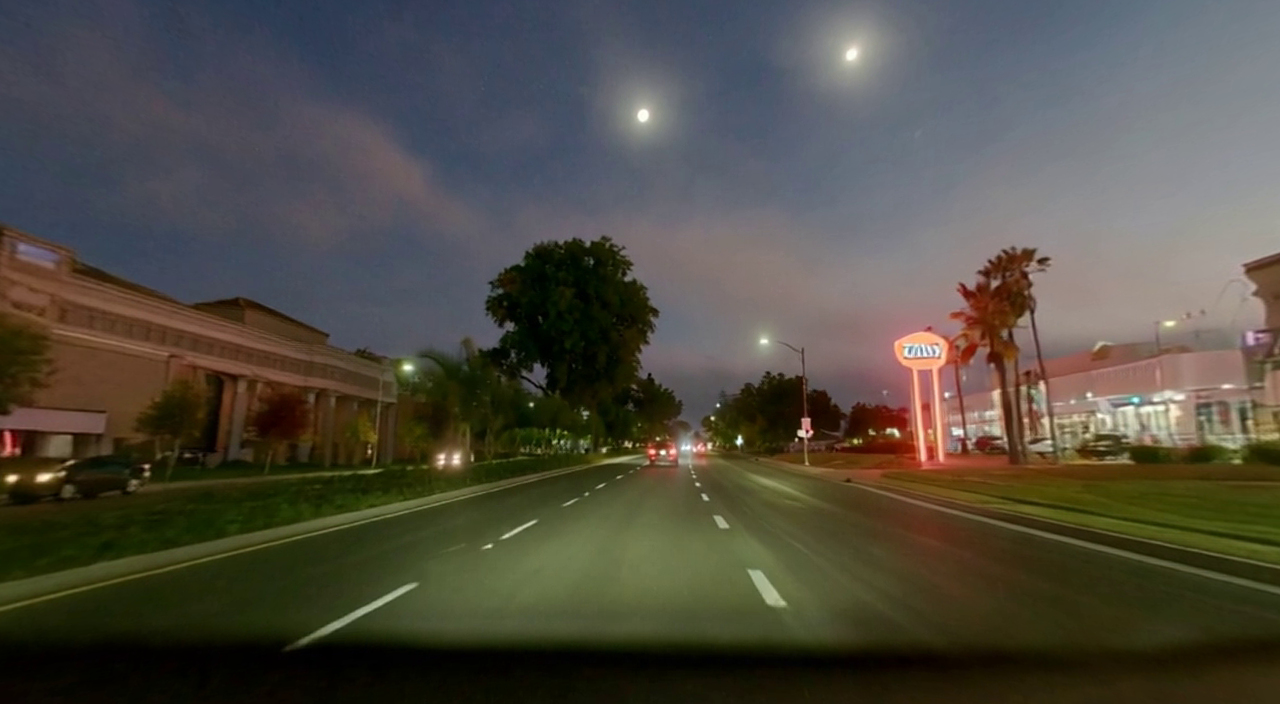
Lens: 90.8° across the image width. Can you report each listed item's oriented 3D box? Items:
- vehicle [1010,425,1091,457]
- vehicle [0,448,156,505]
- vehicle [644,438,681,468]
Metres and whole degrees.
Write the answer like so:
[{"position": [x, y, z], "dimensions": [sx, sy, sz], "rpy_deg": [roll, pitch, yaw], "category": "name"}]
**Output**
[{"position": [25.540, 5.593, 39.535], "dimensions": [2.194, 1.840, 4.659], "rpy_deg": [-1, -9, 5], "category": "vehicle"}, {"position": [-21.819, 4.717, 24.438], "dimensions": [2.294, 1.935, 4.783], "rpy_deg": [0, -9, 1], "category": "vehicle"}, {"position": [1.421, 6.231, 39.030], "dimensions": [2.147, 1.745, 4.648], "rpy_deg": [-1, -9, 3], "category": "vehicle"}]
